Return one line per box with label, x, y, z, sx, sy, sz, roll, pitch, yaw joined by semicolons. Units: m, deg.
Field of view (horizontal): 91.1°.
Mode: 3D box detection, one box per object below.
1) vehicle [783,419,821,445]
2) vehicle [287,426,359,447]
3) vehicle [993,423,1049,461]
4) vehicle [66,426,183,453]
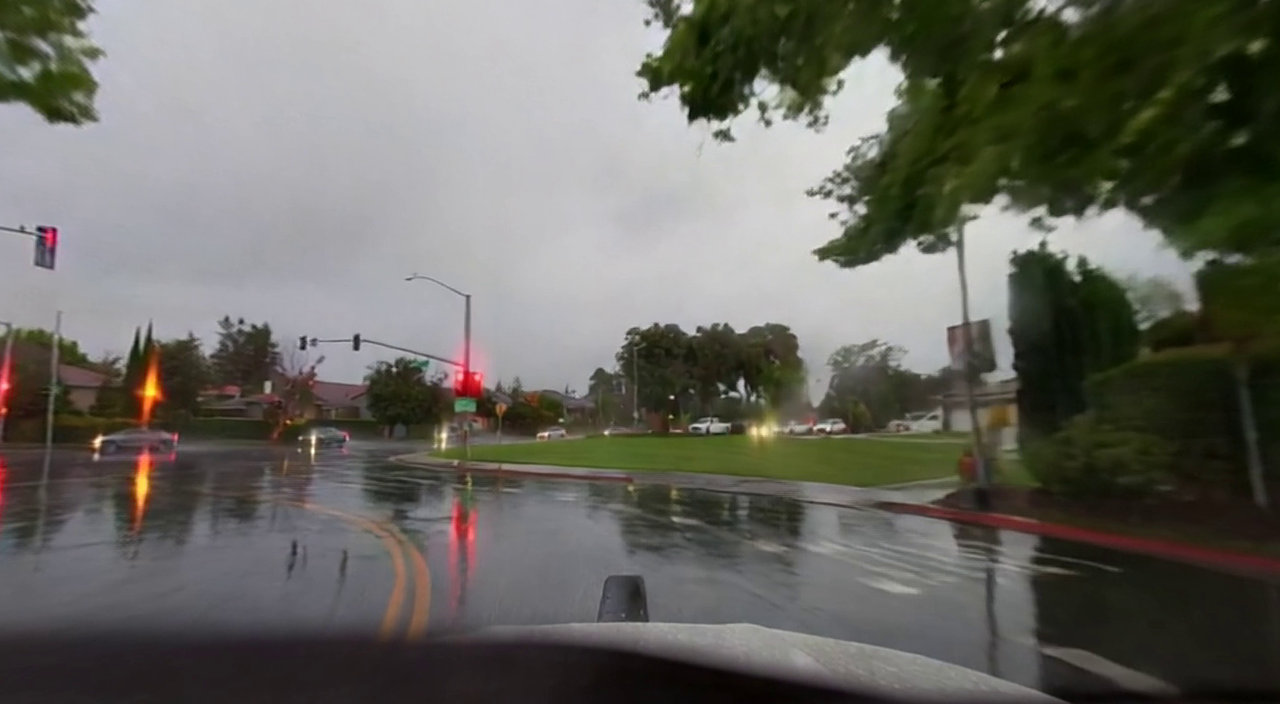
vehicle;12.658;6.283;49.390;2.402;1.920;5.467;-1;-8;9
vehicle;-24.256;6.500;48.223;1.828;1.462;4.740;-3;-8;24
vehicle;16.771;3.906;27.746;1.907;1.515;4.550;-4;-7;30
vehicle;-29.845;5.069;36.549;1.847;1.461;4.853;-3;-8;24
